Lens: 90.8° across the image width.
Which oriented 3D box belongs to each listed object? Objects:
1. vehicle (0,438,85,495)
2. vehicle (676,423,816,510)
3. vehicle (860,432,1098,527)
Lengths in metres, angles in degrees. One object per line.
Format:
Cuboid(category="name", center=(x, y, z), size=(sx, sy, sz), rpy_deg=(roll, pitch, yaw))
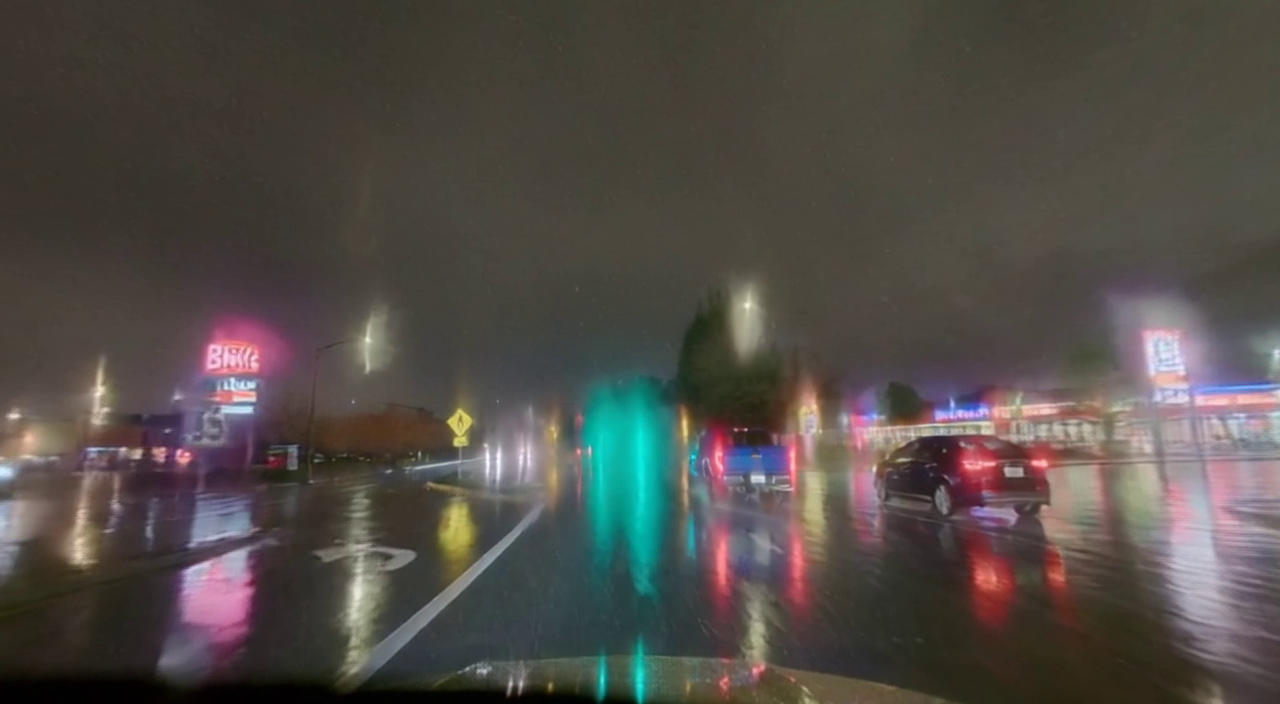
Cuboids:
Cuboid(category="vehicle", center=(-31.274, 5.646, 31.514), size=(2.217, 2.629, 5.839), rpy_deg=(1, -8, -7))
Cuboid(category="vehicle", center=(2.321, 2.707, 15.468), size=(2.214, 1.749, 4.998), rpy_deg=(1, -8, -4))
Cuboid(category="vehicle", center=(6.133, 2.327, 12.183), size=(1.986, 1.480, 4.296), rpy_deg=(1, -8, -4))
